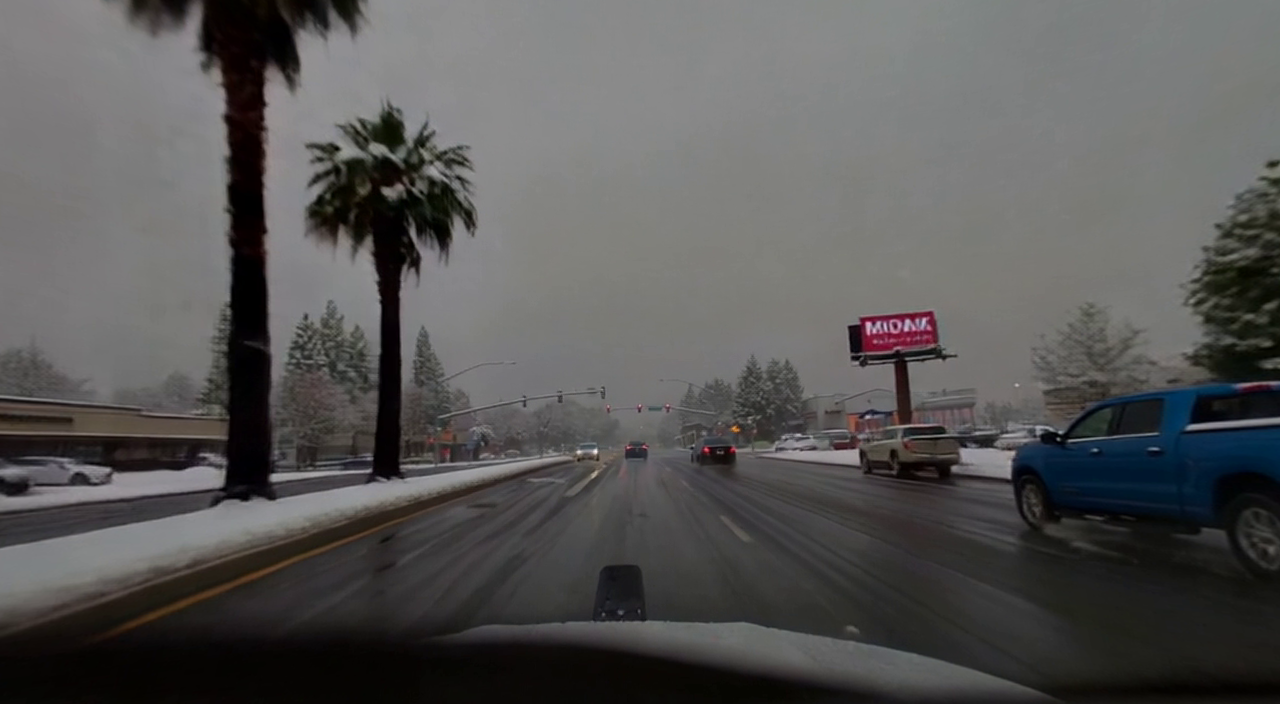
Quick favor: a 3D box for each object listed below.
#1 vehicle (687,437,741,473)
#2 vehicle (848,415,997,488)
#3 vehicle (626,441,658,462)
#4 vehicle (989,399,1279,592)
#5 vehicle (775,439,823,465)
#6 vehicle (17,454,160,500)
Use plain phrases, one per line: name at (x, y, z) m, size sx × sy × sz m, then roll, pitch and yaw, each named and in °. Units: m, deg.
vehicle at (3.346, 4.751, 29.358) m, size 1.889 × 1.541 × 4.303 m, roll 0°, pitch -9°, yaw -1°
vehicle at (10.265, 3.709, 23.889) m, size 2.555 × 2.184 × 6.973 m, roll 3°, pitch -8°, yaw 1°
vehicle at (0.164, 7.435, 47.209) m, size 2.258 × 1.468 × 4.076 m, roll 0°, pitch -9°, yaw 0°
vehicle at (6.436, 1.437, 6.898) m, size 2.140 × 1.606 × 5.437 m, roll 0°, pitch -9°, yaw 0°
vehicle at (10.511, 6.645, 42.126) m, size 1.965 × 1.573 × 4.308 m, roll 0°, pitch -9°, yaw -1°
vehicle at (-24.087, 5.450, 27.930) m, size 2.029 × 1.740 × 4.856 m, roll 0°, pitch -9°, yaw -2°
